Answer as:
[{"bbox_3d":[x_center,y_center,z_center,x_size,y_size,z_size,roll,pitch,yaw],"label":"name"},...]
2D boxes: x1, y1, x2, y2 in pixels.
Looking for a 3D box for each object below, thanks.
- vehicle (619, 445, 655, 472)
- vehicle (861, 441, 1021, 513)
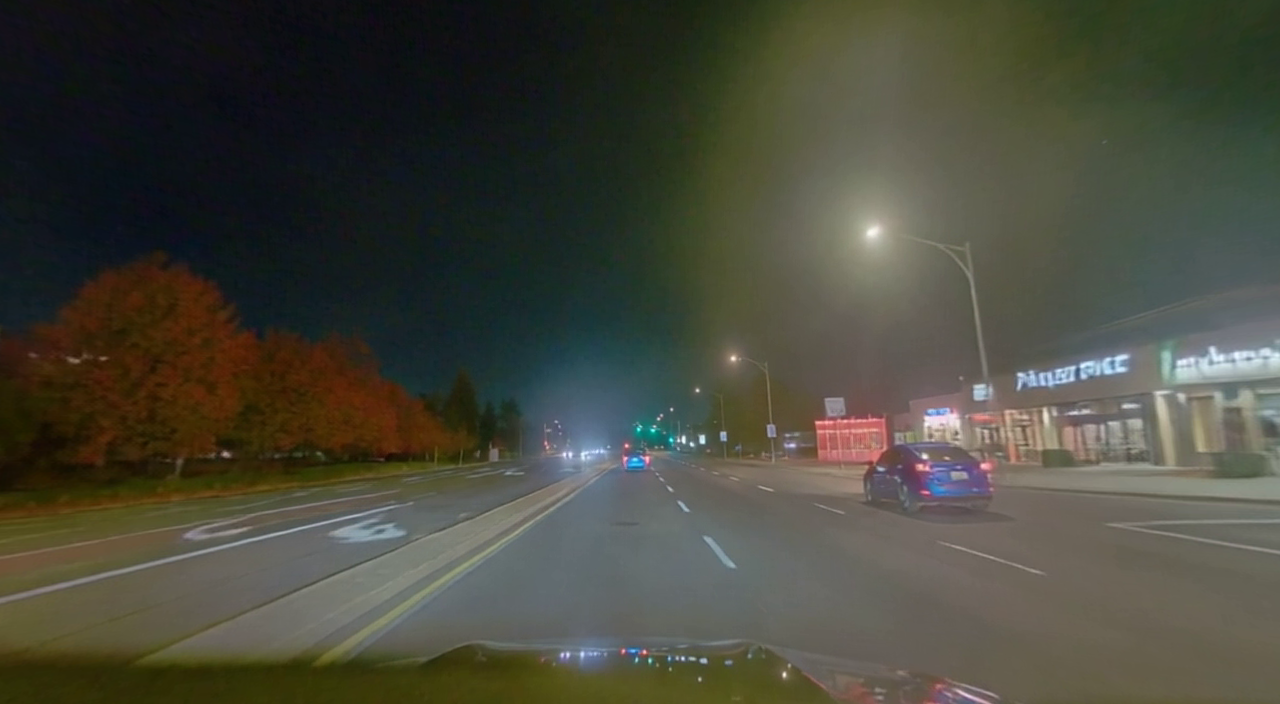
[{"bbox_3d":[-0.225,6.401,38.228,2.027,1.494,3.942,0,-8,-1],"label":"vehicle"},{"bbox_3d":[6.939,2.885,15.142,1.849,1.464,4.119,0,-8,1],"label":"vehicle"}]
